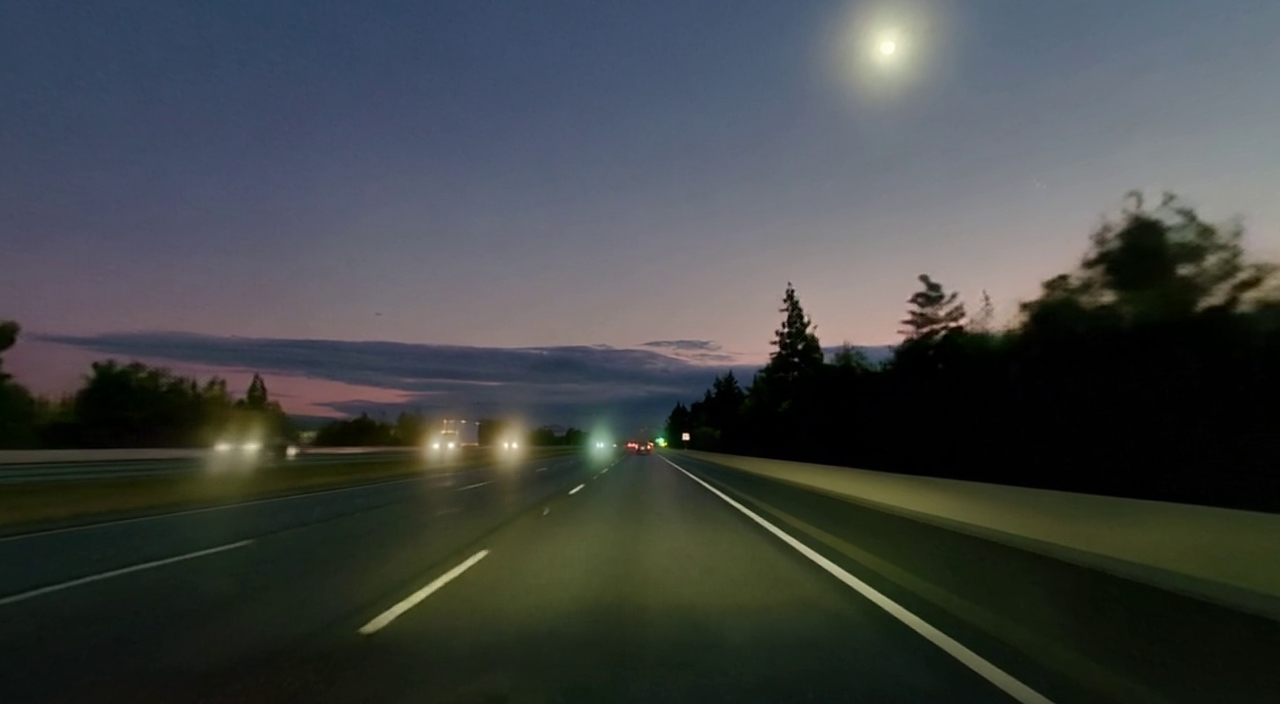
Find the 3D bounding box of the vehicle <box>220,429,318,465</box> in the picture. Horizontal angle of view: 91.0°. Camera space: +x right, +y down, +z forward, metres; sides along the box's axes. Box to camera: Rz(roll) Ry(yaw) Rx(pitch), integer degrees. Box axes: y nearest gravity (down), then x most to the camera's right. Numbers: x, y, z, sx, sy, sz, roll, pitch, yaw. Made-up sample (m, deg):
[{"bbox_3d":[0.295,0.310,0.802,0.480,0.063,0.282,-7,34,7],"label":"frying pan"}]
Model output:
[{"bbox_3d":[-16.407,4.223,28.087,1.880,1.462,4.045,0,-8,1],"label":"vehicle"}]
